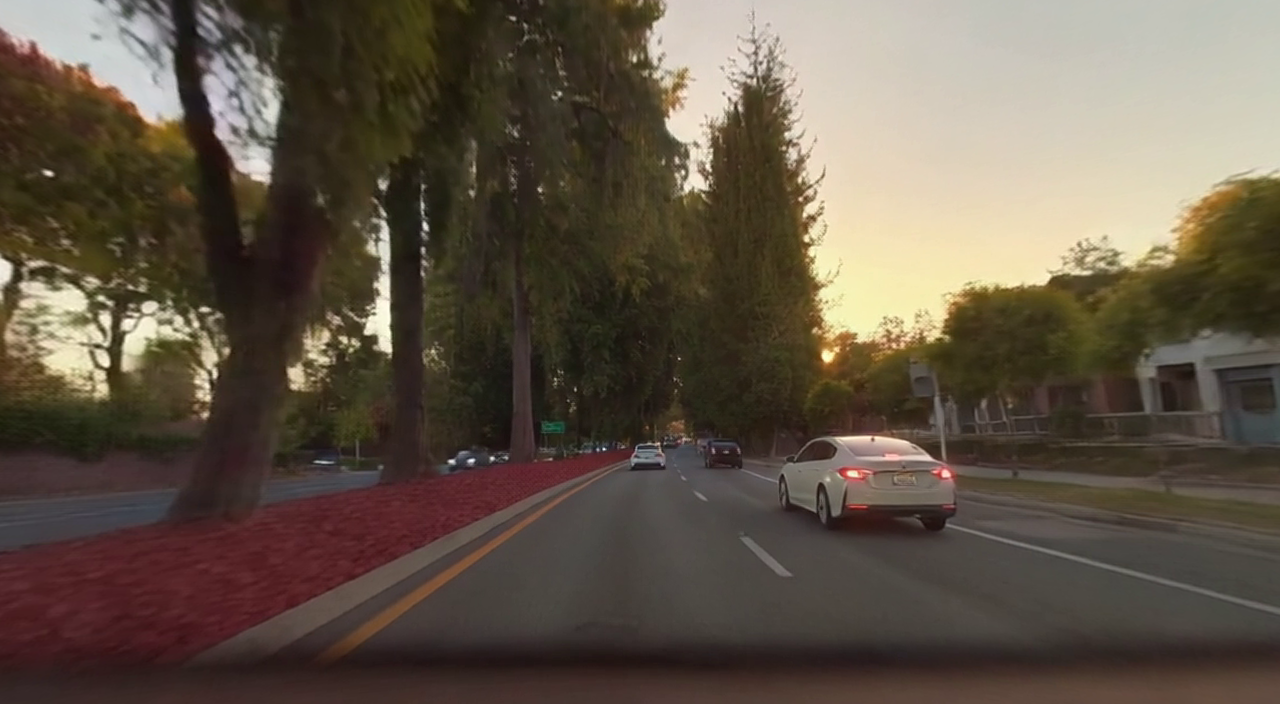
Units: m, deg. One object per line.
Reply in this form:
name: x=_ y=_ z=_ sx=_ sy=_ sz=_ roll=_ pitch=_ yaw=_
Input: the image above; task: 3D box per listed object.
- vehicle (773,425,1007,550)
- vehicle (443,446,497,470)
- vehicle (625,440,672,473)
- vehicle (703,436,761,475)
vehicle: x=3.525 y=1.984 z=9.919 sx=1.985 sy=1.529 sz=4.147 roll=0 pitch=-9 yaw=0
vehicle: x=-11.087 y=6.927 z=41.503 sx=2.123 sy=1.453 sz=4.712 roll=0 pitch=-9 yaw=1
vehicle: x=0.460 y=4.973 z=30.277 sx=2.082 sy=1.473 sz=4.028 roll=0 pitch=-9 yaw=2
vehicle: x=4.169 y=4.757 z=29.294 sx=2.074 sy=1.652 sz=4.340 roll=0 pitch=-9 yaw=1
